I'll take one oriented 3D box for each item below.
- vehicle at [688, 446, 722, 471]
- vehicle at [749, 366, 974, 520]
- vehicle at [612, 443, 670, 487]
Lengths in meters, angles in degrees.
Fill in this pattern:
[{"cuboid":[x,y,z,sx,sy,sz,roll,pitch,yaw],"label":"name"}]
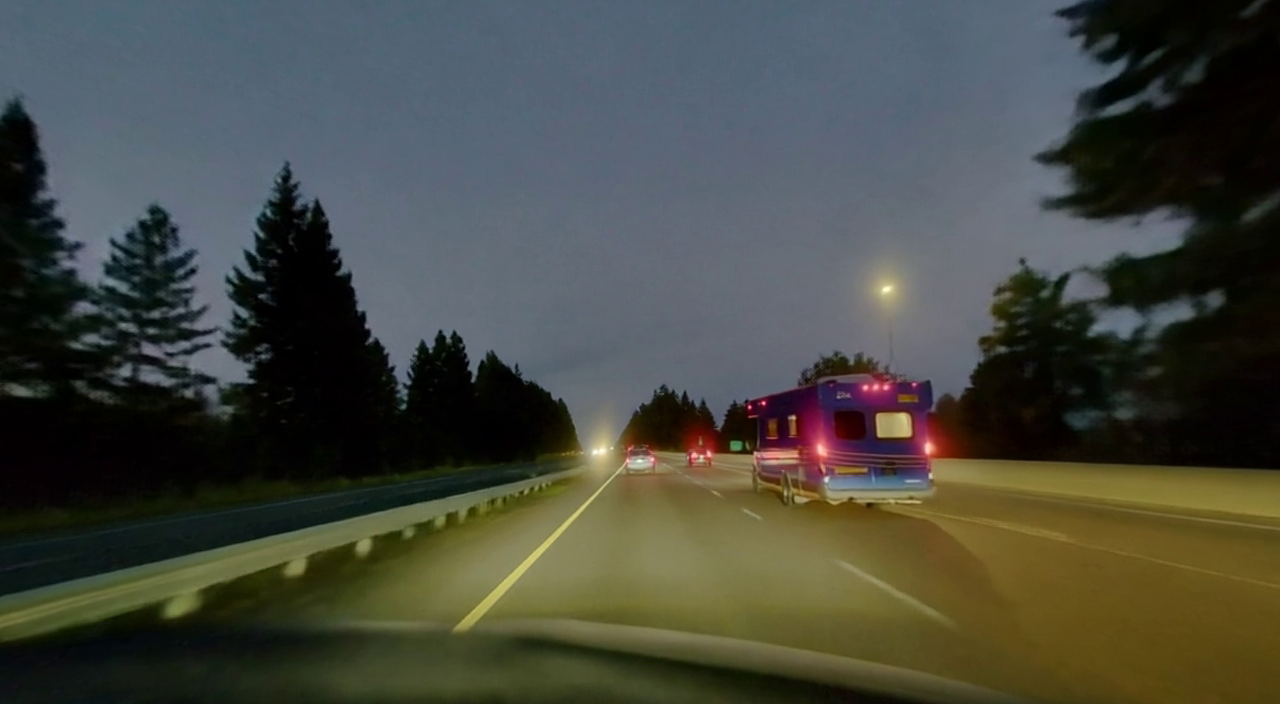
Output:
[{"cuboid":[4.107,6.817,40.420,1.757,1.459,3.398,0,-9,-1],"label":"vehicle"},{"cuboid":[4.698,2.226,15.218,2.745,2.832,7.035,0,-9,-1],"label":"vehicle"},{"cuboid":[0.008,4.433,25.053,2.120,1.575,4.018,0,-9,-1],"label":"vehicle"}]
